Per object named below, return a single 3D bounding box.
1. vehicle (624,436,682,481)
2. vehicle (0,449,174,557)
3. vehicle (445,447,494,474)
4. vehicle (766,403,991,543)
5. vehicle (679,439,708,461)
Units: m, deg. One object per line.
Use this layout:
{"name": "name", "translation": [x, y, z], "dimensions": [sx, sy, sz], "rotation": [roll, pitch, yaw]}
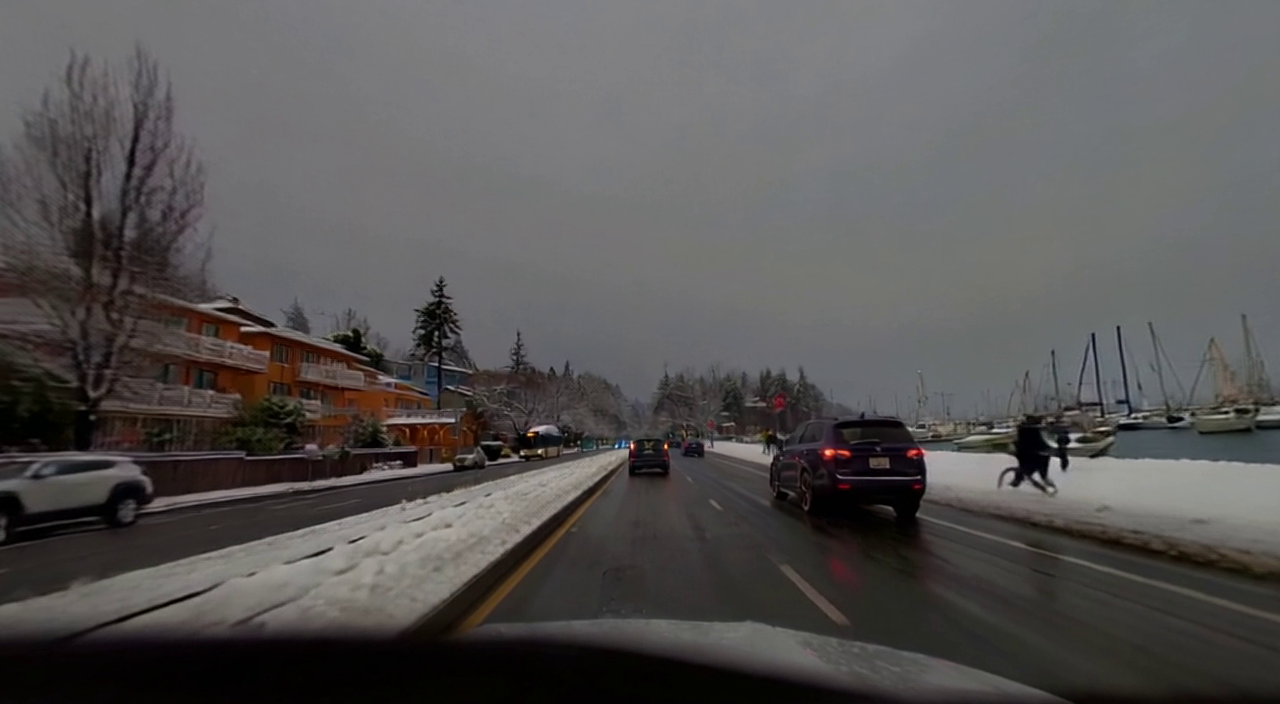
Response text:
{"name": "vehicle", "translation": [0.468, 4.197, 25.096], "dimensions": [2.132, 1.632, 3.838], "rotation": [0, -9, 0]}
{"name": "vehicle", "translation": [-10.383, 2.499, 10.854], "dimensions": [1.701, 1.528, 3.881], "rotation": [-1, -8, 1]}
{"name": "vehicle", "translation": [-10.151, 6.492, 37.838], "dimensions": [1.731, 1.489, 3.841], "rotation": [-1, -9, 3]}
{"name": "vehicle", "translation": [3.562, 1.916, 10.505], "dimensions": [2.000, 1.809, 4.405], "rotation": [0, -9, 0]}
{"name": "vehicle", "translation": [4.109, 7.604, 49.100], "dimensions": [1.876, 1.626, 3.851], "rotation": [0, -9, -1]}
